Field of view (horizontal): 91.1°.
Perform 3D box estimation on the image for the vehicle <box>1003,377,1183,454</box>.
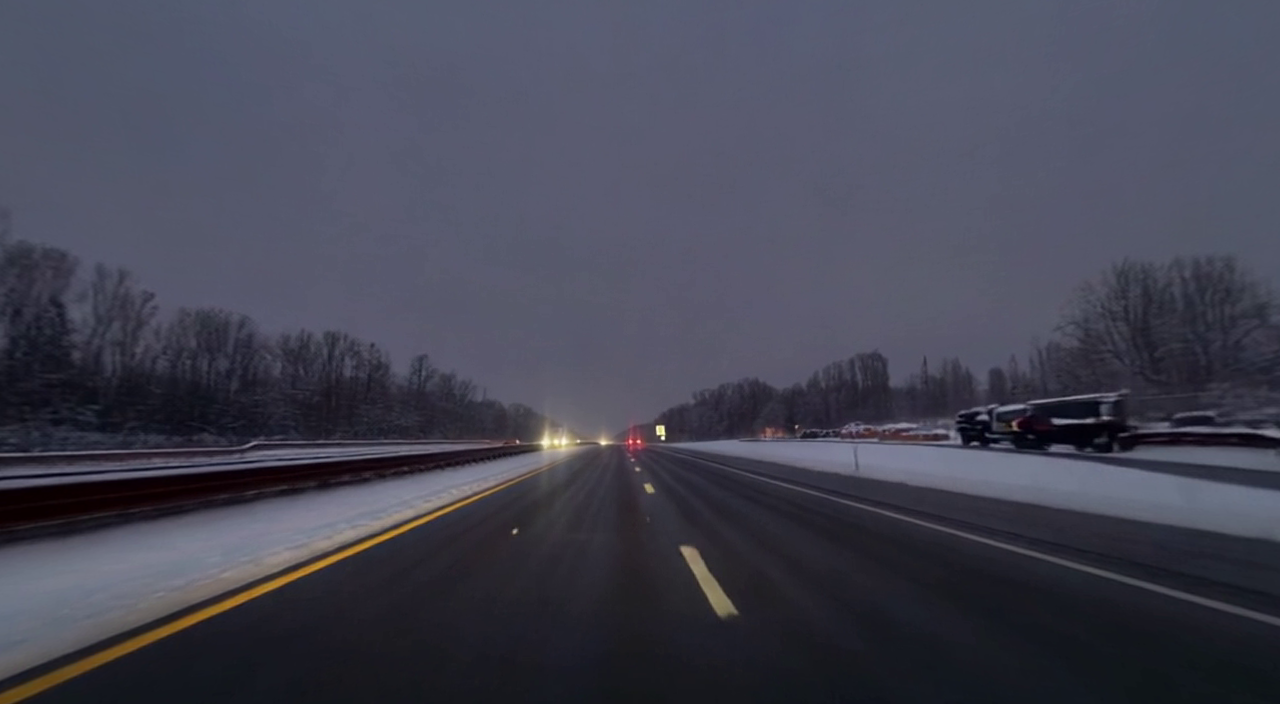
[{"bbox_3d":[31.630,4.871,45.785,3.114,4.328,18.495,-5,-8,12],"label":"vehicle"}]
